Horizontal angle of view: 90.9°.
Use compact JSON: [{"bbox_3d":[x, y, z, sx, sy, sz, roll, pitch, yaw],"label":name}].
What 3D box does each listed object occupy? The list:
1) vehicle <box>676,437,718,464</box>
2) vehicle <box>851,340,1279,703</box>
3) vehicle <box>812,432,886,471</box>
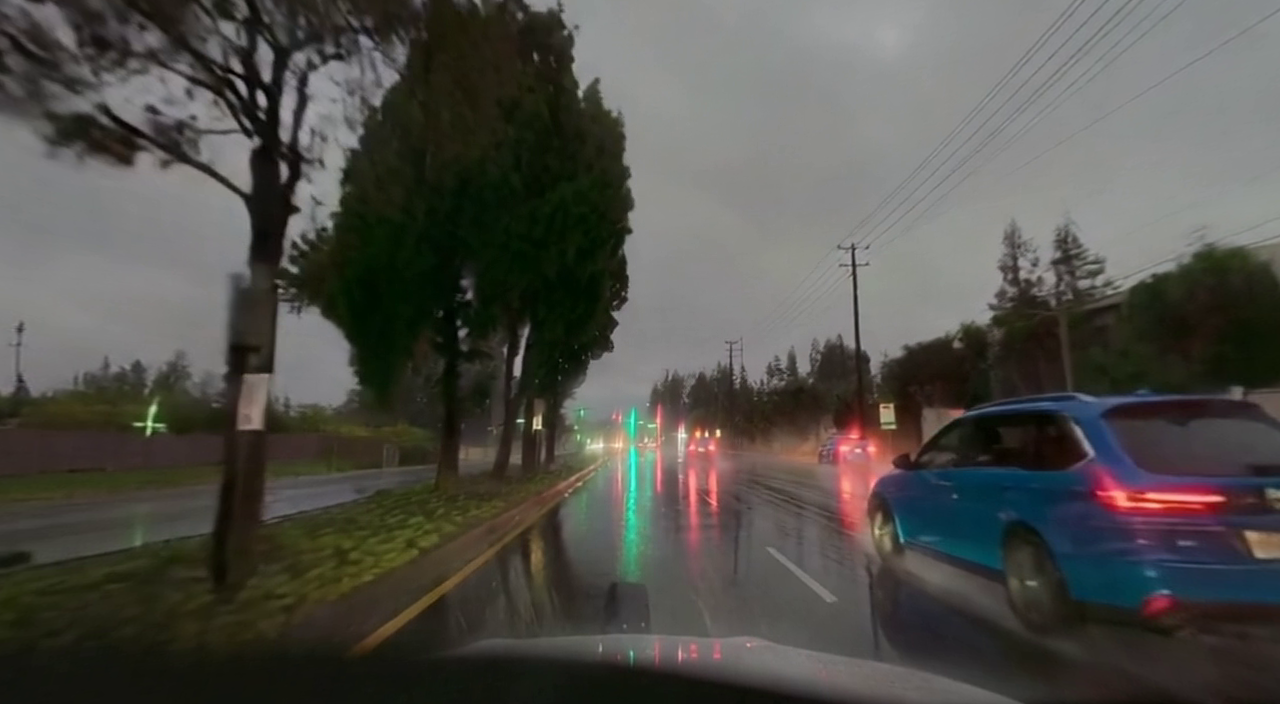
[{"bbox_3d":[3.365,5.902,37.853,2.063,1.481,4.247,0,-8,0],"label":"vehicle"},{"bbox_3d":[3.600,1.141,5.122,2.176,1.752,4.628,0,-8,0],"label":"vehicle"},{"bbox_3d":[9.912,4.755,30.221,1.978,1.700,4.461,0,-8,0],"label":"vehicle"}]
